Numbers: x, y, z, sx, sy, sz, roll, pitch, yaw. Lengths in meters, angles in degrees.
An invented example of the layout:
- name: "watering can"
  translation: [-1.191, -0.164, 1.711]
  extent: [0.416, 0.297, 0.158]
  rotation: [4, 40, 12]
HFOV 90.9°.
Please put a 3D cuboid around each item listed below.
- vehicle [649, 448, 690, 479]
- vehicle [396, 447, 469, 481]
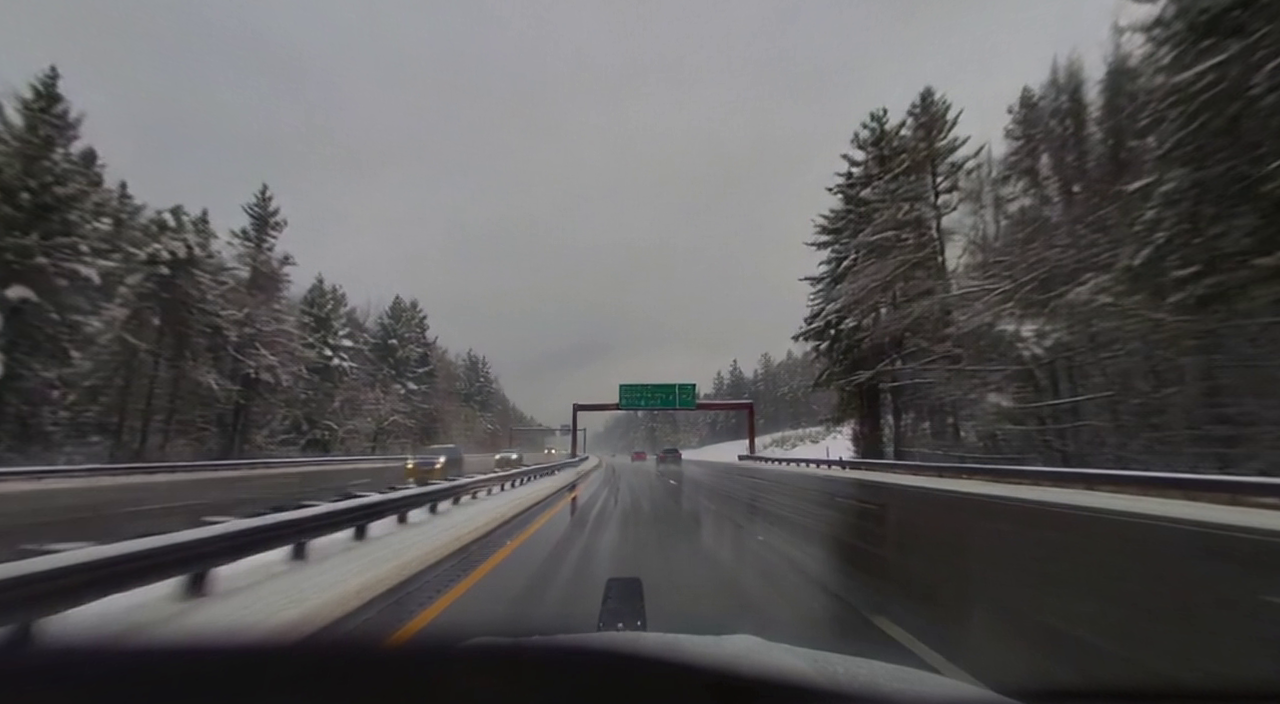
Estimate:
- name: "vehicle"
  translation: [1.516, 5.966, 33.997]
  extent: [2.011, 1.590, 3.607]
  rotation: [0, -9, -1]
- name: "vehicle"
  translation: [-10.102, 5.478, 31.081]
  extent: [2.006, 1.516, 4.784]
  rotation: [0, -9, -1]
